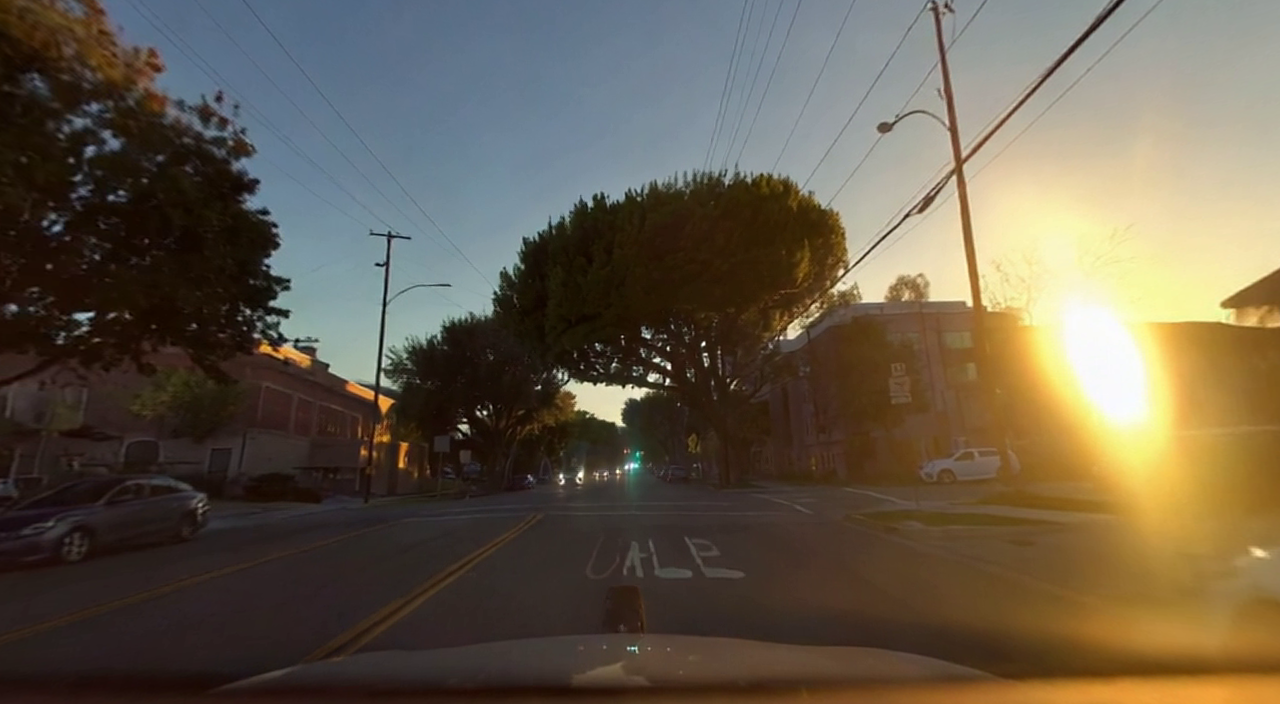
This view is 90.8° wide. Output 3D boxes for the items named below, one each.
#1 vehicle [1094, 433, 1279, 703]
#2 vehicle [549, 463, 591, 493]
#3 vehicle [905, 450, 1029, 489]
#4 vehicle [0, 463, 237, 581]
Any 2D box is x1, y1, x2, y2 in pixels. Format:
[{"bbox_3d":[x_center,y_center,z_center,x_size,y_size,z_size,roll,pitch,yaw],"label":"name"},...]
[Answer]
[{"bbox_3d":[3.824,0.903,1.537,1.946,1.468,4.721,0,-9,0],"label":"vehicle"},{"bbox_3d":[-4.239,7.717,38.933,2.108,1.651,4.176,0,-9,0],"label":"vehicle"},{"bbox_3d":[14.904,5.360,28.978,4.609,1.660,1.900,0,-9,-3],"label":"vehicle"},{"bbox_3d":[-9.446,2.745,10.980,2.000,1.495,4.687,0,-9,-3],"label":"vehicle"}]
